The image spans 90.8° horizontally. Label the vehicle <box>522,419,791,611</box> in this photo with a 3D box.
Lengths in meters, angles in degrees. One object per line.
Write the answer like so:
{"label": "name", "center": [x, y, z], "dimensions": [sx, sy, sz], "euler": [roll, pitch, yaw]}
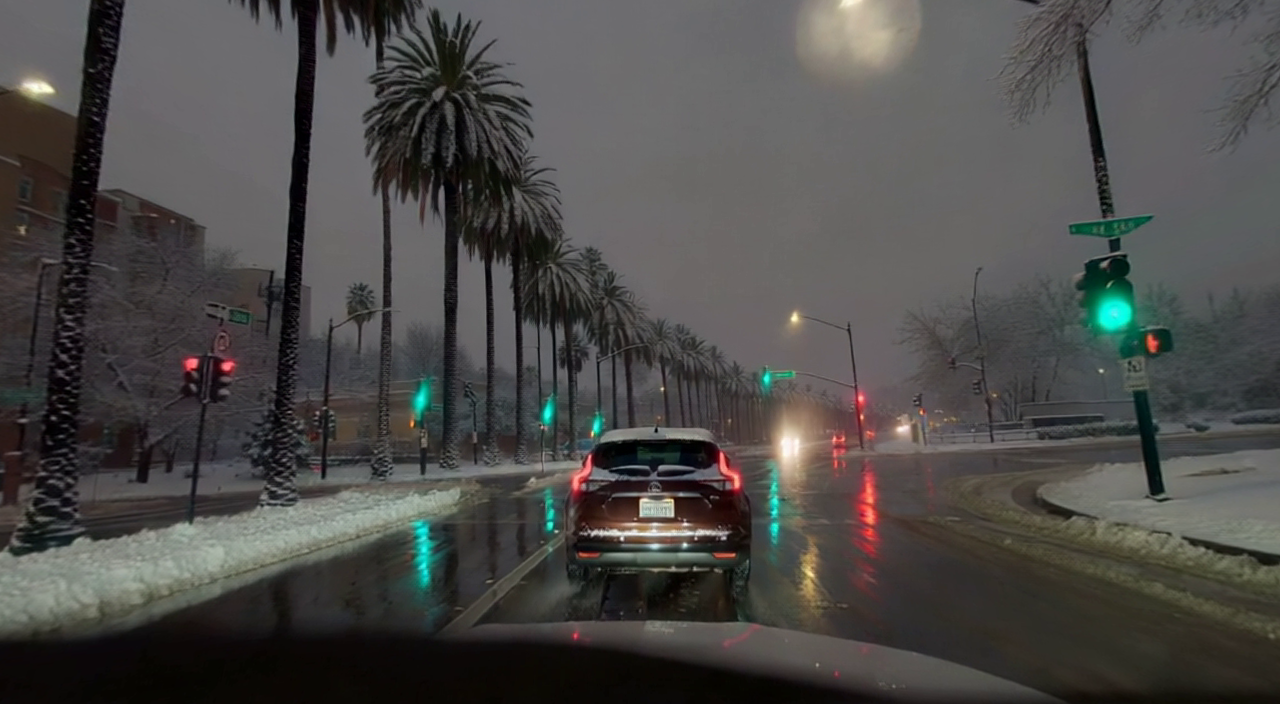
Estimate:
{"label": "vehicle", "center": [0.151, 1.589, 7.058], "dimensions": [2.096, 1.492, 4.071], "euler": [0, -9, 1]}
